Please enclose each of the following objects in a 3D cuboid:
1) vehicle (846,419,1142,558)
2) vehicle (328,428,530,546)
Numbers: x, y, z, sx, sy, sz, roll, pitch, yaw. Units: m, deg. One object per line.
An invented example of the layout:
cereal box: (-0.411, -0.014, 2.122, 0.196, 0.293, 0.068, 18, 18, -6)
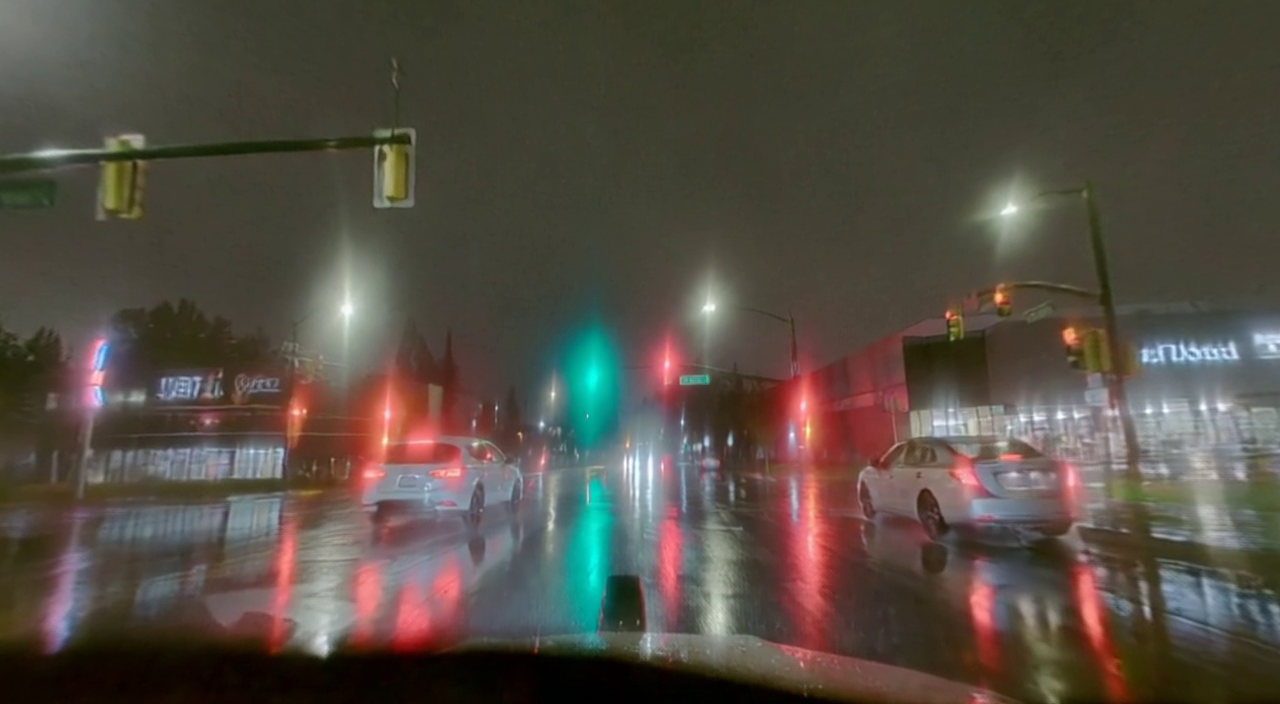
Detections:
vehicle: (5.009, 1.993, 9.883, 2.039, 1.655, 4.495, 0, -9, 1)
vehicle: (-3.319, 2.204, 10.944, 1.947, 1.627, 4.248, 0, -9, 1)
